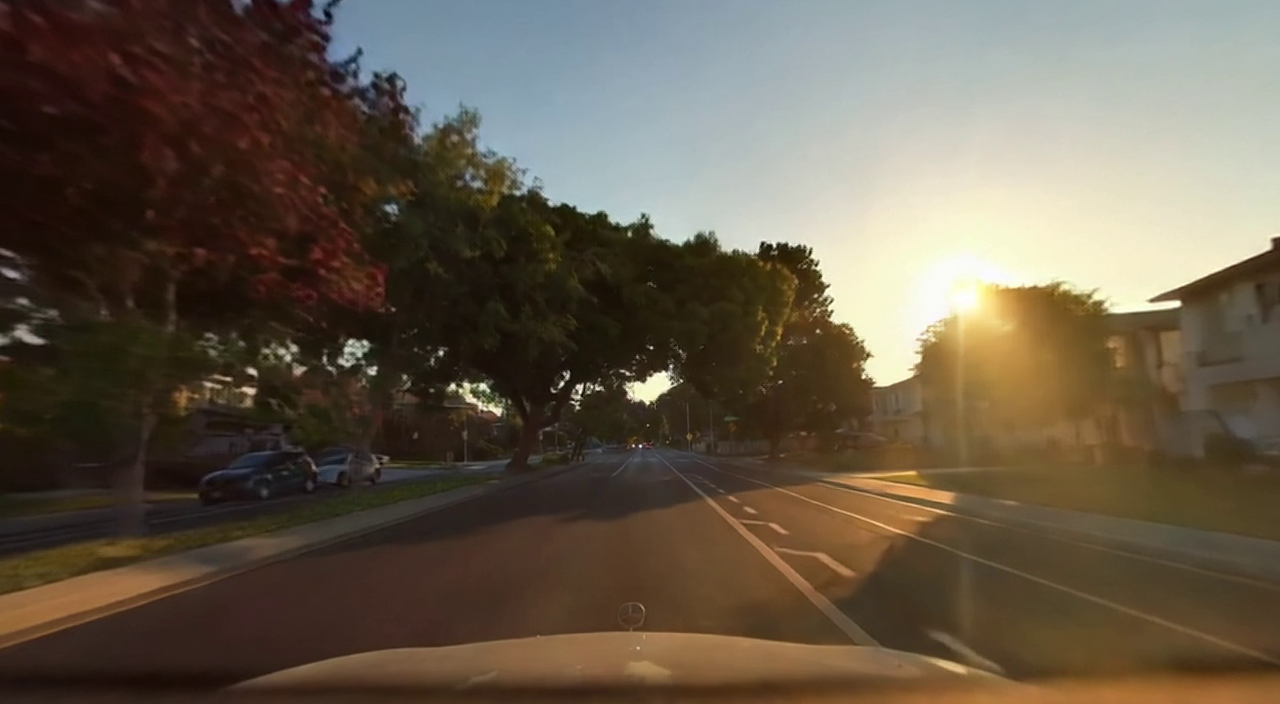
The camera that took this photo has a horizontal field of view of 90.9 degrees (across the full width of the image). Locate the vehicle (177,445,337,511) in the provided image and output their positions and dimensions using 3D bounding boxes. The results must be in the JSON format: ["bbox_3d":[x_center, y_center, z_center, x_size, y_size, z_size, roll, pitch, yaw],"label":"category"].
[{"bbox_3d":[-11.700,3.828,19.767,2.023,1.629,4.822,-2,-7,0],"label":"vehicle"}]

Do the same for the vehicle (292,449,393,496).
[{"bbox_3d":[-11.585,4.679,24.908,1.888,1.439,4.351,-2,-6,1],"label":"vehicle"}]

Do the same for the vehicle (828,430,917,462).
[{"bbox_3d":[14.147,5.723,38.652,4.907,1.693,2.081,0,-7,13],"label":"vehicle"}]
